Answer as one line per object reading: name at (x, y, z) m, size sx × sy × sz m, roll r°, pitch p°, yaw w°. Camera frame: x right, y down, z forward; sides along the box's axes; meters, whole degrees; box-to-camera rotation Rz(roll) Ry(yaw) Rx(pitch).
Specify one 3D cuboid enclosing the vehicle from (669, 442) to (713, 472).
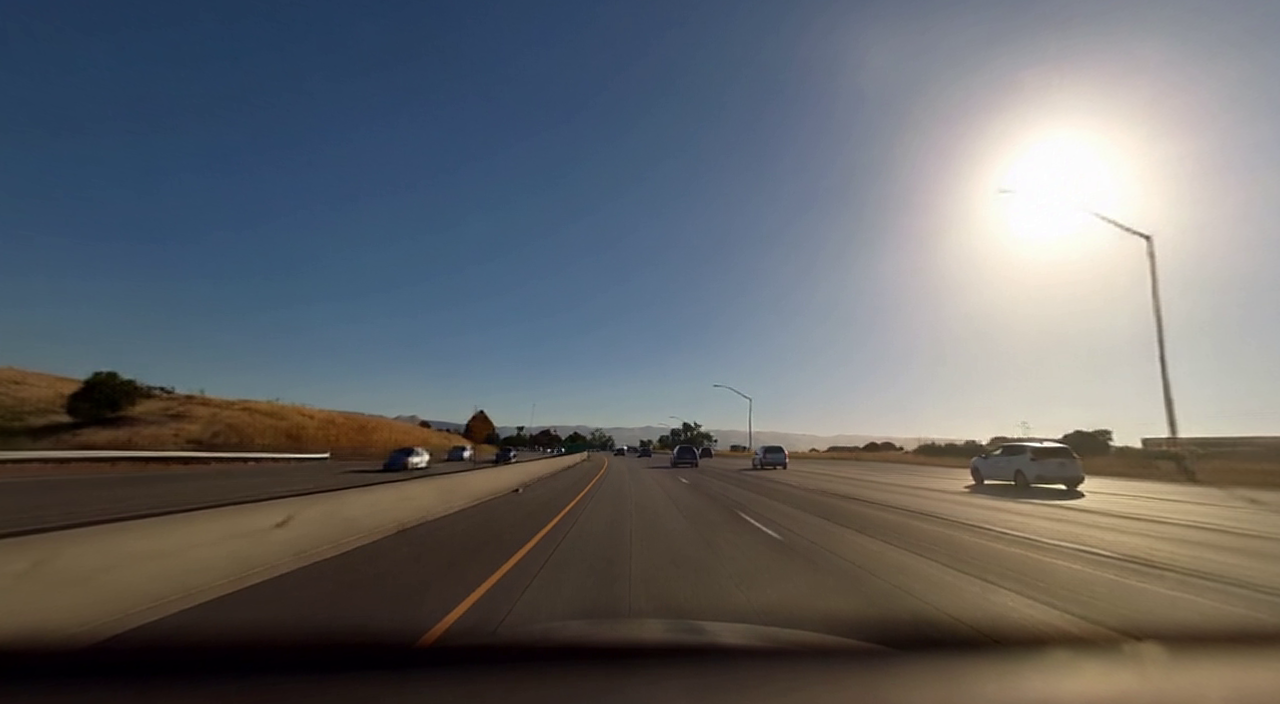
vehicle at (2.829, 5.934, 35.945) m, size 1.977 × 1.601 × 4.598 m, roll 0°, pitch -9°, yaw -2°

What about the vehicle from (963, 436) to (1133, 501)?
vehicle at (10.957, 3.128, 17.382) m, size 1.844 × 1.560 × 4.085 m, roll 0°, pitch -9°, yaw -1°

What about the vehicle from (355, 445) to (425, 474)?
vehicle at (-14.509, 6.223, 37.009) m, size 2.113 × 1.491 × 5.013 m, roll 0°, pitch -8°, yaw -1°

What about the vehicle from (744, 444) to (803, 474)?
vehicle at (6.820, 5.507, 32.737) m, size 1.952 × 1.442 × 4.259 m, roll 0°, pitch -9°, yaw -2°
